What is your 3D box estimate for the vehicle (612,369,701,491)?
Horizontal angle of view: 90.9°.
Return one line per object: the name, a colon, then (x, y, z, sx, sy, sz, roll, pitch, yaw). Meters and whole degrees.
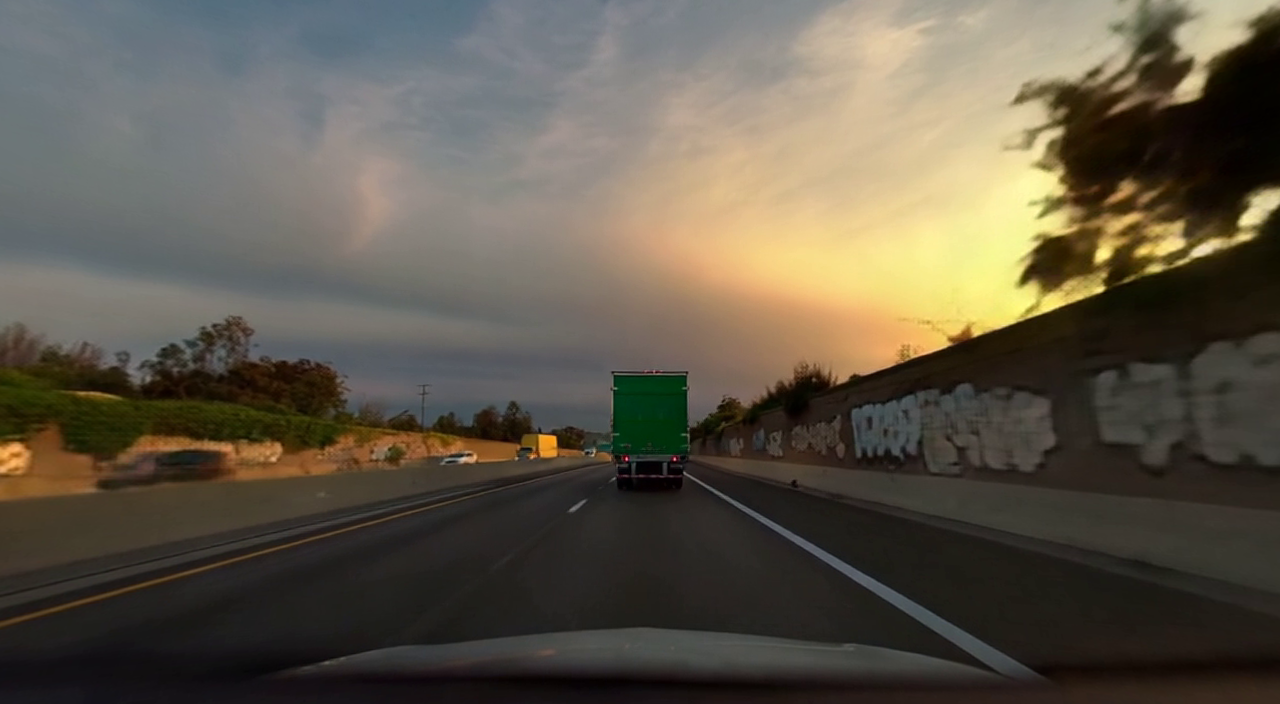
vehicle: (0.428, 3.316, 25.710, 2.900, 3.955, 10.151, 0, -9, -1)
